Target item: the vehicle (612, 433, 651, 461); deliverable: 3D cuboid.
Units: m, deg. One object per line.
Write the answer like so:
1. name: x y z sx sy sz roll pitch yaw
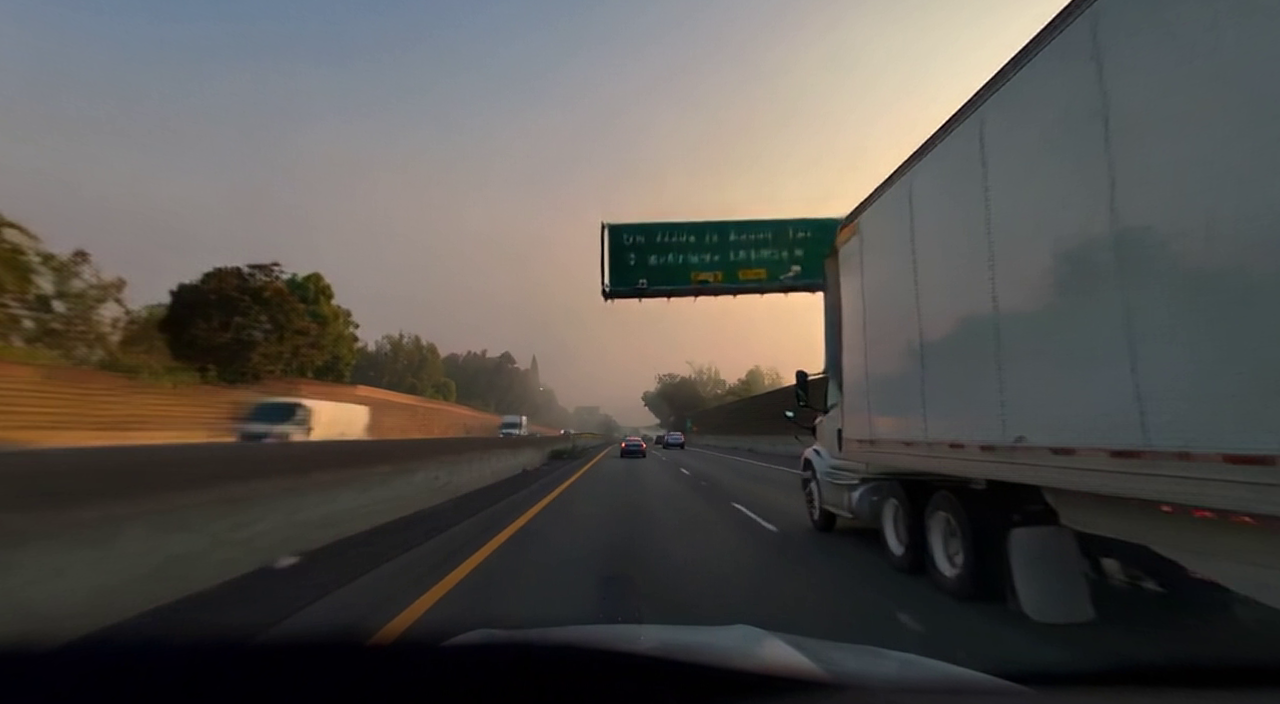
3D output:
1. vehicle: -0.480 5.362 35.782 2.119 1.480 4.000 0 -8 -1

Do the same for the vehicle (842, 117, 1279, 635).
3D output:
1. vehicle: 4.222 0.289 6.575 3.009 4.109 3.167 0 -8 0

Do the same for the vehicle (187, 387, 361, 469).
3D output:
1. vehicle: -12.776 2.797 22.793 2.332 2.493 6.723 0 -8 -1
